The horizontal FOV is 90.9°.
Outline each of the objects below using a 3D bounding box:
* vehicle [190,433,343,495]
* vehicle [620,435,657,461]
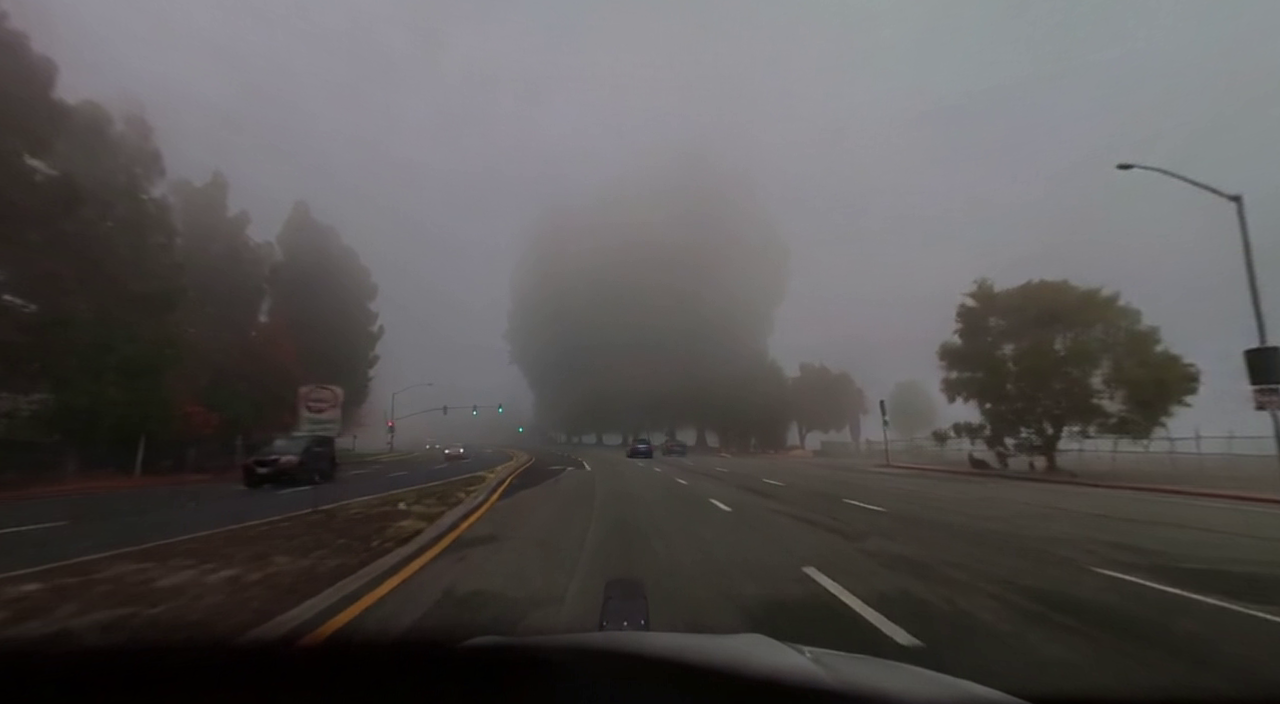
[{"bbox_3d":[-13.133,3.945,22.769,2.278,1.928,5.776,0,-8,-3],"label":"vehicle"},{"bbox_3d":[-0.152,7.173,47.112,2.046,1.818,4.603,1,-8,-9],"label":"vehicle"}]
